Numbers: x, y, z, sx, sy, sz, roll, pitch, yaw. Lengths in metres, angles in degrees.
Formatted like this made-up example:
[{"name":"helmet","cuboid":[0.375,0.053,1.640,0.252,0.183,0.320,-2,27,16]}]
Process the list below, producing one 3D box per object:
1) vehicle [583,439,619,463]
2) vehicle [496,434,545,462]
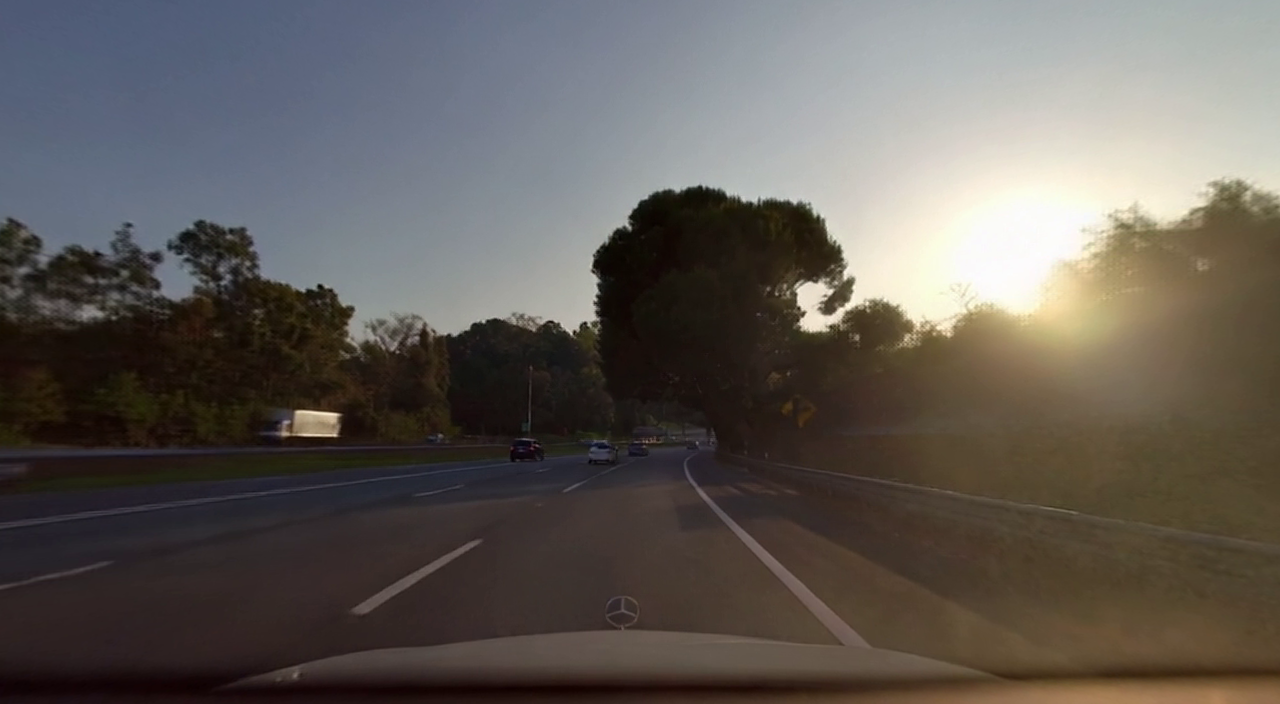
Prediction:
[{"name":"vehicle","cuboid":[-2.758,7.129,45.387,2.035,1.673,4.469,0,-9,4]},{"name":"vehicle","cuboid":[-9.057,7.314,48.130,2.264,1.980,5.574,0,-9,4]}]
